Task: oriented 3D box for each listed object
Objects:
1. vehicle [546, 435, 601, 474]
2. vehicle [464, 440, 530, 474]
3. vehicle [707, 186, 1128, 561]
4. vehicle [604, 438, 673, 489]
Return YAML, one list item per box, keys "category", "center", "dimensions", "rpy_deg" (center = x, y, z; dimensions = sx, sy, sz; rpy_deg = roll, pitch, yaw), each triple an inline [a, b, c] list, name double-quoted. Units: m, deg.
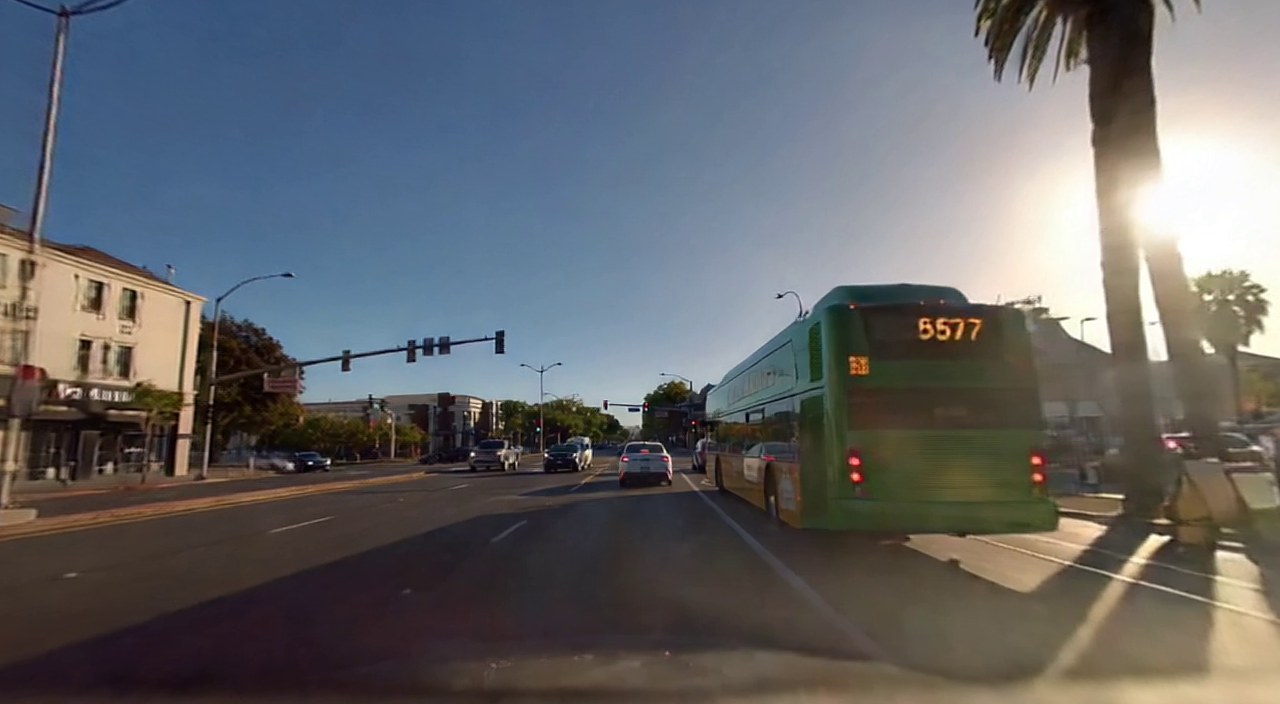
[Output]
- category: "vehicle"
  center: [-3.140, 4.962, 30.666]
  dimensions: [2.020, 1.721, 4.366]
  rpy_deg: [0, -9, 2]
- category: "vehicle"
  center: [-6.791, 5.055, 30.569]
  dimensions: [1.927, 1.480, 4.832]
  rpy_deg: [0, -9, 2]
- category: "vehicle"
  center: [3.567, 1.159, 13.471]
  dimensions: [2.970, 4.015, 13.606]
  rpy_deg: [0, -9, 1]
- category: "vehicle"
  center: [-0.016, 3.605, 20.761]
  dimensions: [2.060, 1.499, 3.831]
  rpy_deg: [0, -9, 1]
